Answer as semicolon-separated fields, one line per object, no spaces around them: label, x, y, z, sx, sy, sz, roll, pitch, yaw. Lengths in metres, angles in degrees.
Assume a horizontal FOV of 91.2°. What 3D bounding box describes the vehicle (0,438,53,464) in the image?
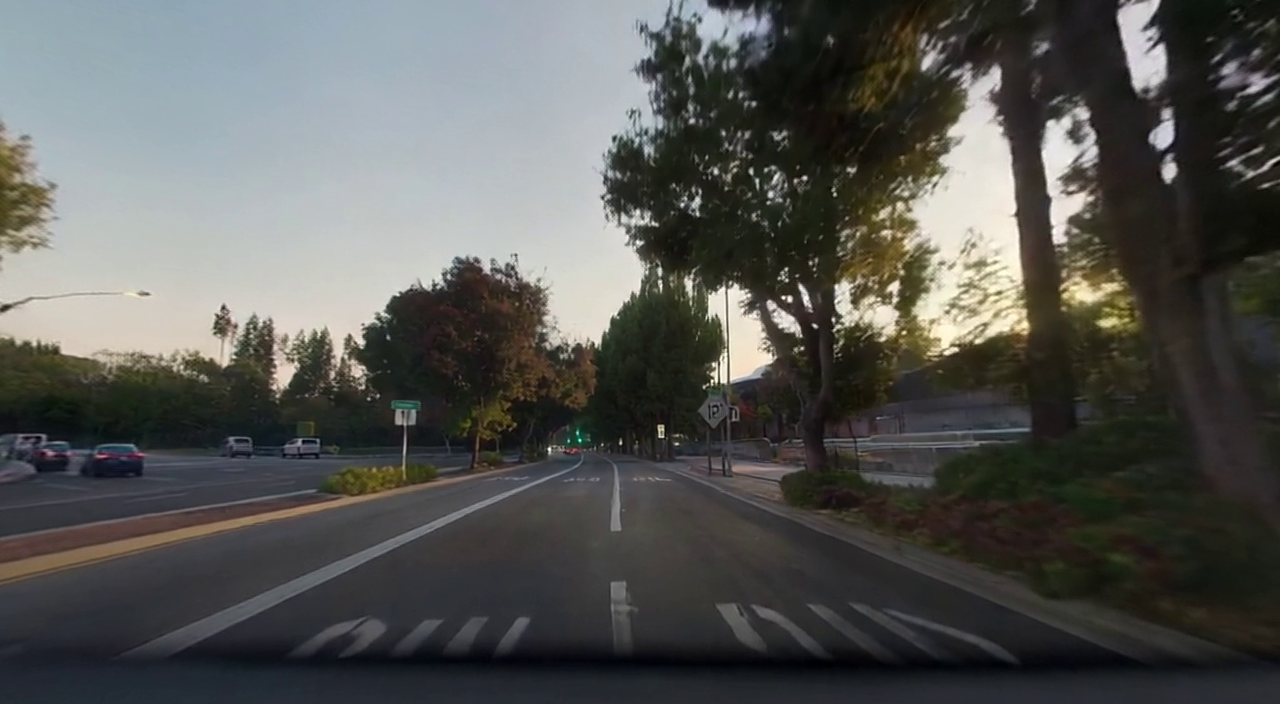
vehicle;-39.547;6.352;40.361;3.659;1.512;1.701;-4;-9;36

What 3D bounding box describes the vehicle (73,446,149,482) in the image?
vehicle;-24.023;5.052;28.409;3.857;1.479;1.711;-7;-11;37
